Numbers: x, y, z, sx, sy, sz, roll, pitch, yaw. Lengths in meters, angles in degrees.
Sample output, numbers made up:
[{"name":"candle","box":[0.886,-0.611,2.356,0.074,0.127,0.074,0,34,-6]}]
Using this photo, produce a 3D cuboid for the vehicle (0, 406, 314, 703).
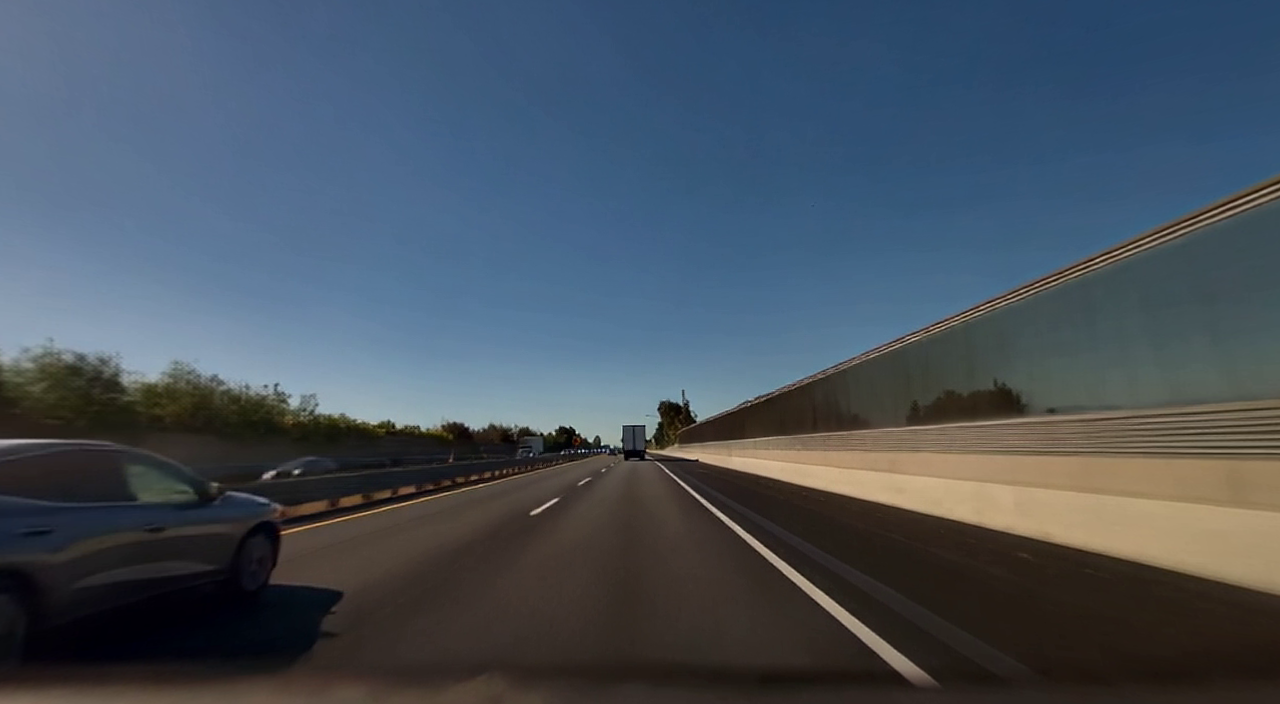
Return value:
[{"name":"vehicle","box":[-3.965,1.098,3.243,2.118,1.562,4.541,0,-9,0]}]
